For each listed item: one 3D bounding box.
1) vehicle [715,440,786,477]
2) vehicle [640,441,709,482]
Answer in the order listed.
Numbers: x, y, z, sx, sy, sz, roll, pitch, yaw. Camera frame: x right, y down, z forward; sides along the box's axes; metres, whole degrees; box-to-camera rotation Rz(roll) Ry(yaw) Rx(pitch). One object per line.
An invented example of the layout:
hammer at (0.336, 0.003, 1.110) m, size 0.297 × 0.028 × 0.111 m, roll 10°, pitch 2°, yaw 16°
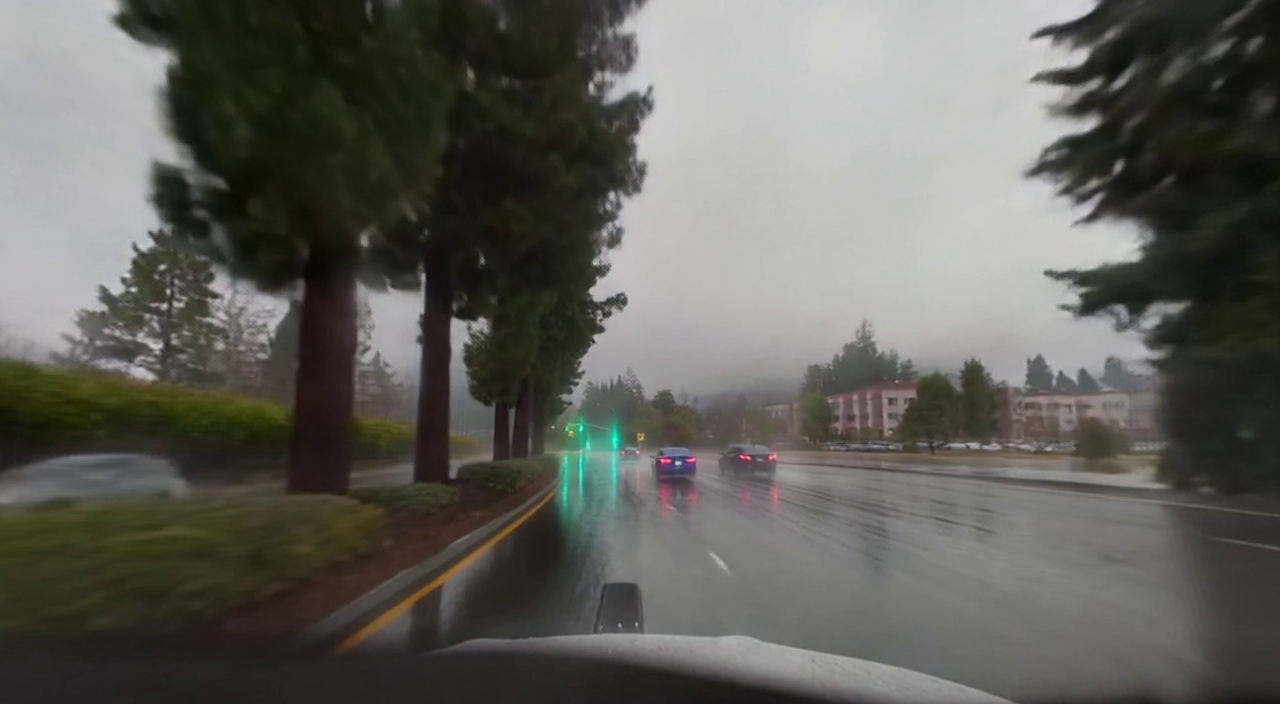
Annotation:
vehicle at (4.734, 4.615, 27.598) m, size 1.901 × 1.474 × 4.363 m, roll 1°, pitch -8°, yaw -6°
vehicle at (1.256, 4.286, 24.966) m, size 2.077 × 1.464 × 4.134 m, roll 1°, pitch -8°, yaw -6°
